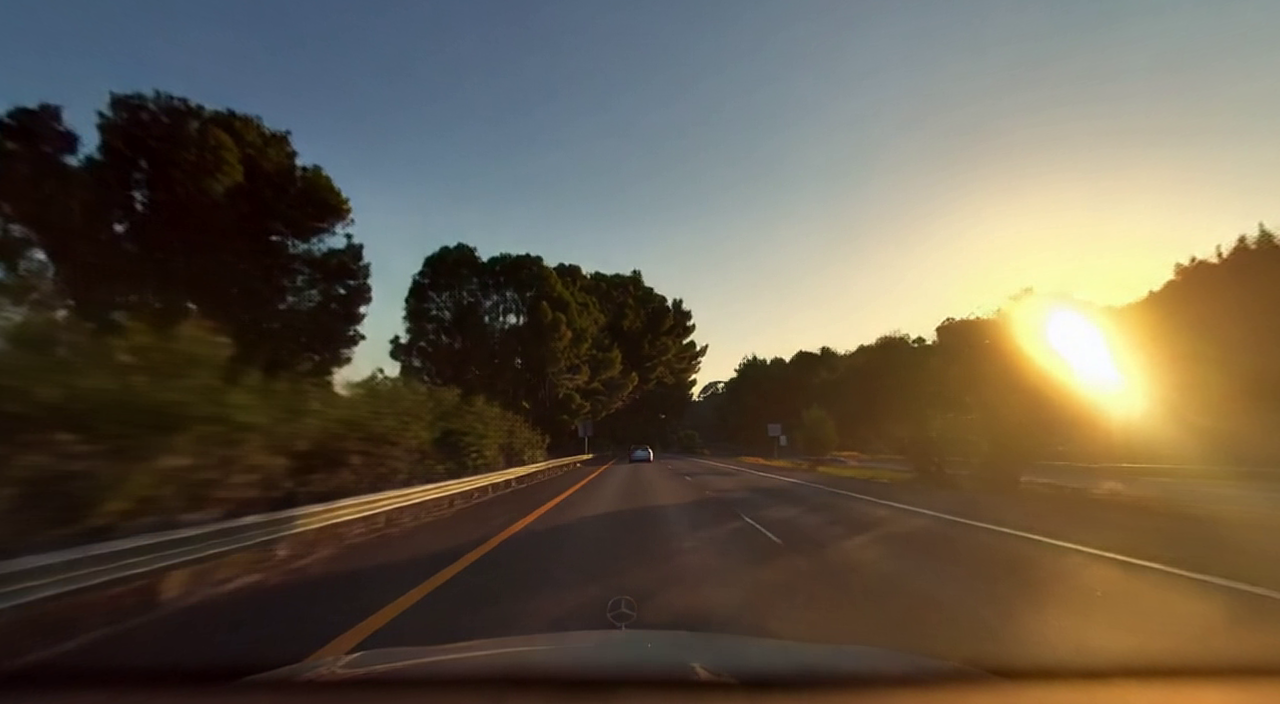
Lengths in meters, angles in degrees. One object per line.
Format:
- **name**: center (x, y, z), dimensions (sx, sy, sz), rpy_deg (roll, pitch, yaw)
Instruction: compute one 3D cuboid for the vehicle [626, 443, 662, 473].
- **vehicle**: center (0.218, 6.201, 37.028), dimensions (1.987, 1.658, 3.620), rpy_deg (0, -9, 0)
